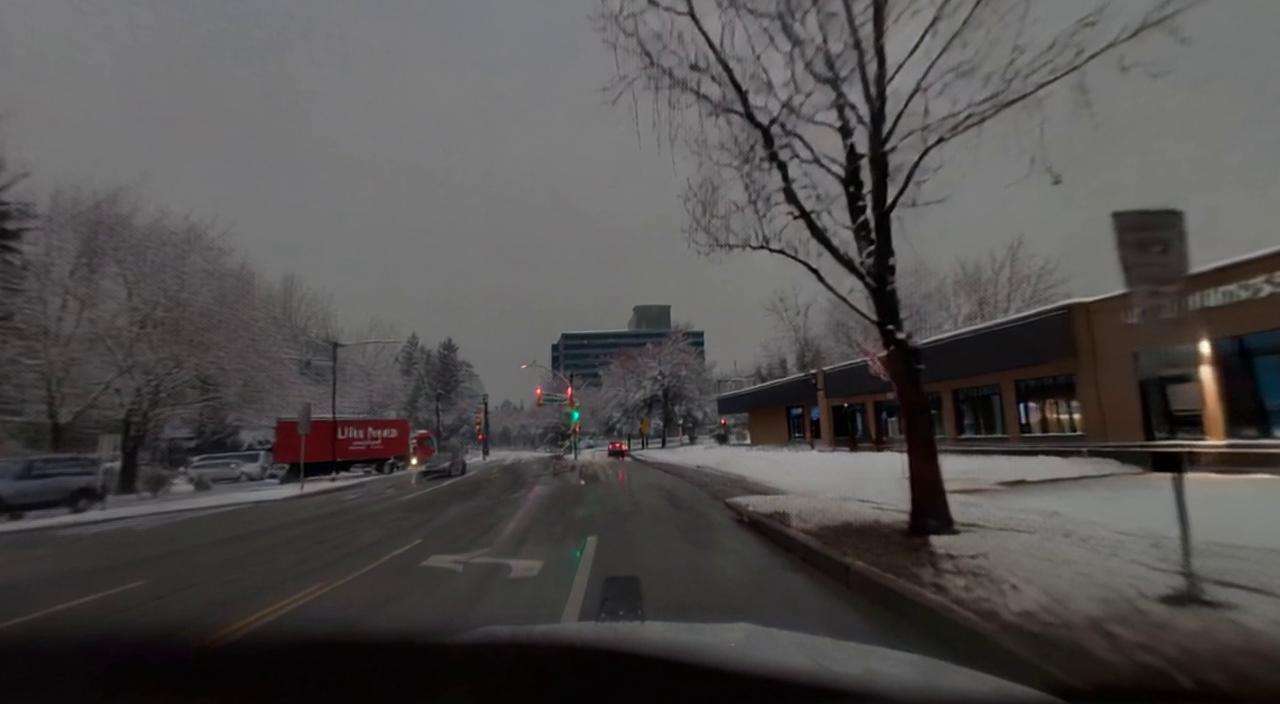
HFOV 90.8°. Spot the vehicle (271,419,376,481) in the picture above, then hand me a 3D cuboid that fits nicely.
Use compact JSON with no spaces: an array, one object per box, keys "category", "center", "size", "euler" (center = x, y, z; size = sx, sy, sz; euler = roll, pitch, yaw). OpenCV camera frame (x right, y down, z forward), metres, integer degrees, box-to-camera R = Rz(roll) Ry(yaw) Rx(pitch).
[{"category":"vehicle","center":[-21.873,6.841,44.104],"size":[3.045,3.961,6.104],"euler":[-2,-9,15]}]

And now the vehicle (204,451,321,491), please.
[{"category":"vehicle","center":[-18.287,5.742,30.903],"size":[2.101,1.721,4.587],"euler":[-3,-9,17]}]

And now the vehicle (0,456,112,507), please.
[{"category":"vehicle","center":[-23.738,4.923,24.368],"size":[2.025,1.756,4.749],"euler":[-2,-9,15]}]
